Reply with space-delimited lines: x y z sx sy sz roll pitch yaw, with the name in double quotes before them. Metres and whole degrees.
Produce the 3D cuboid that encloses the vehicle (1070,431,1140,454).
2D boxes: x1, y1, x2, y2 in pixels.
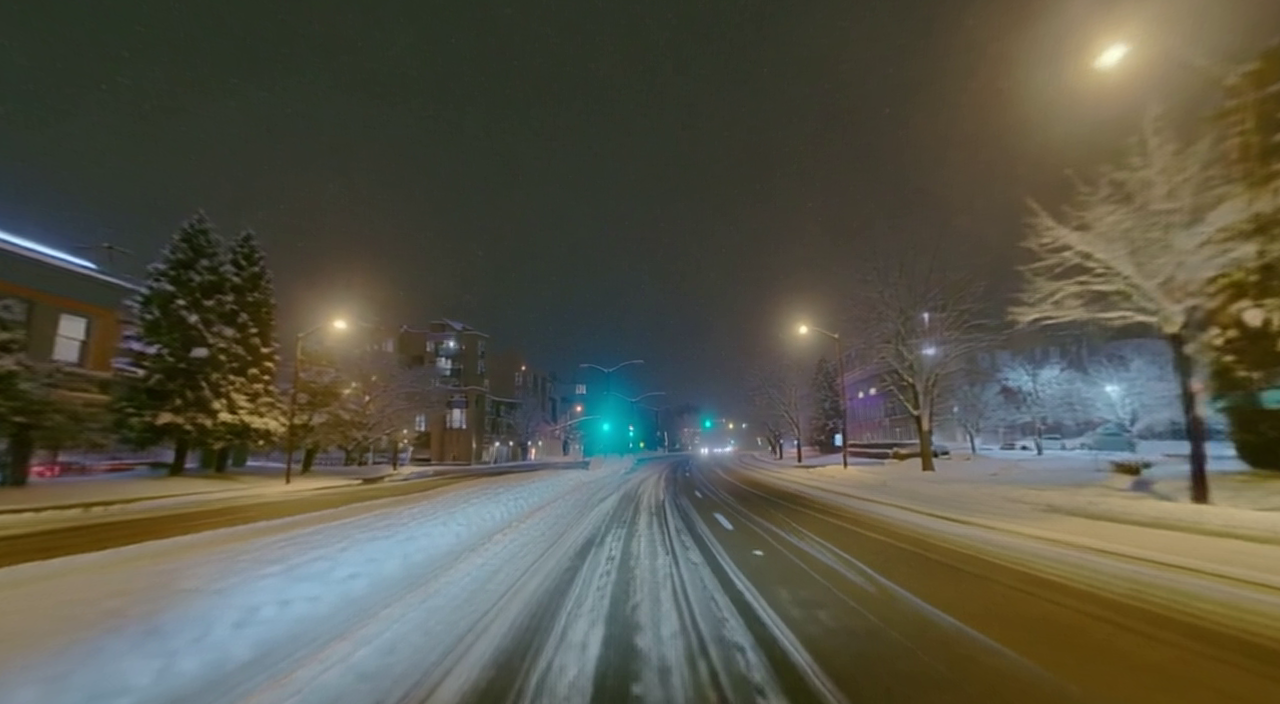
"vehicle" 36.492 7.127 49.594 4.540 1.717 1.926 2 -9 -16
